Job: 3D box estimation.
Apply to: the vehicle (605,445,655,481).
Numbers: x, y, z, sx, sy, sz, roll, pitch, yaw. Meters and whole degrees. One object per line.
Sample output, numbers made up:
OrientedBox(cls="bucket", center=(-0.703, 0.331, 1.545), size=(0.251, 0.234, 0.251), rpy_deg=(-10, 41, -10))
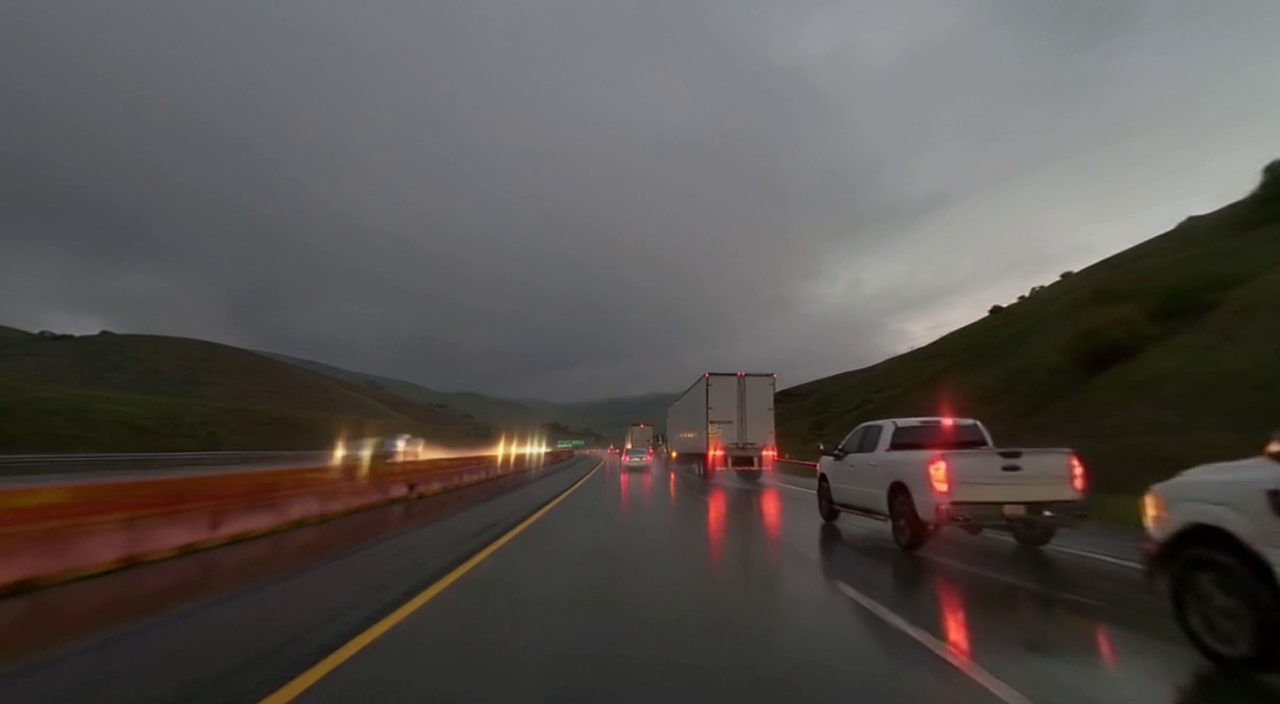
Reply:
OrientedBox(cls="vehicle", center=(-0.478, 4.733, 27.179), size=(2.029, 1.437, 3.794), rpy_deg=(0, -9, -2))

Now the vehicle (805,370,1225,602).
OrientedBox(cls="vehicle", center=(3.900, 1.545, 8.078), size=(2.034, 1.968, 5.221), rpy_deg=(0, -9, -1))

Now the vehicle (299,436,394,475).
OrientedBox(cls="vehicle", center=(-11.899, 4.236, 25.892), size=(2.149, 1.455, 3.690), rpy_deg=(0, -9, -1))

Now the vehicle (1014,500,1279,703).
OrientedBox(cls="vehicle", center=(4.038, 1.223, 2.252), size=(2.129, 0.956, 5.390), rpy_deg=(0, -9, 0))

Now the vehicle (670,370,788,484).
OrientedBox(cls="vehicle", center=(3.546, 3.816, 30.107), size=(2.911, 4.099, 14.578), rpy_deg=(0, -9, -2))

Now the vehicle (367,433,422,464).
OrientedBox(cls="vehicle", center=(-16.094, 6.388, 41.568), size=(1.961, 1.903, 4.375), rpy_deg=(0, -9, -2))

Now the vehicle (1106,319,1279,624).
OrientedBox(cls="vehicle", center=(4.064, 0.409, 1.982), size=(1.873, 1.465, 4.264), rpy_deg=(0, -9, -1))
